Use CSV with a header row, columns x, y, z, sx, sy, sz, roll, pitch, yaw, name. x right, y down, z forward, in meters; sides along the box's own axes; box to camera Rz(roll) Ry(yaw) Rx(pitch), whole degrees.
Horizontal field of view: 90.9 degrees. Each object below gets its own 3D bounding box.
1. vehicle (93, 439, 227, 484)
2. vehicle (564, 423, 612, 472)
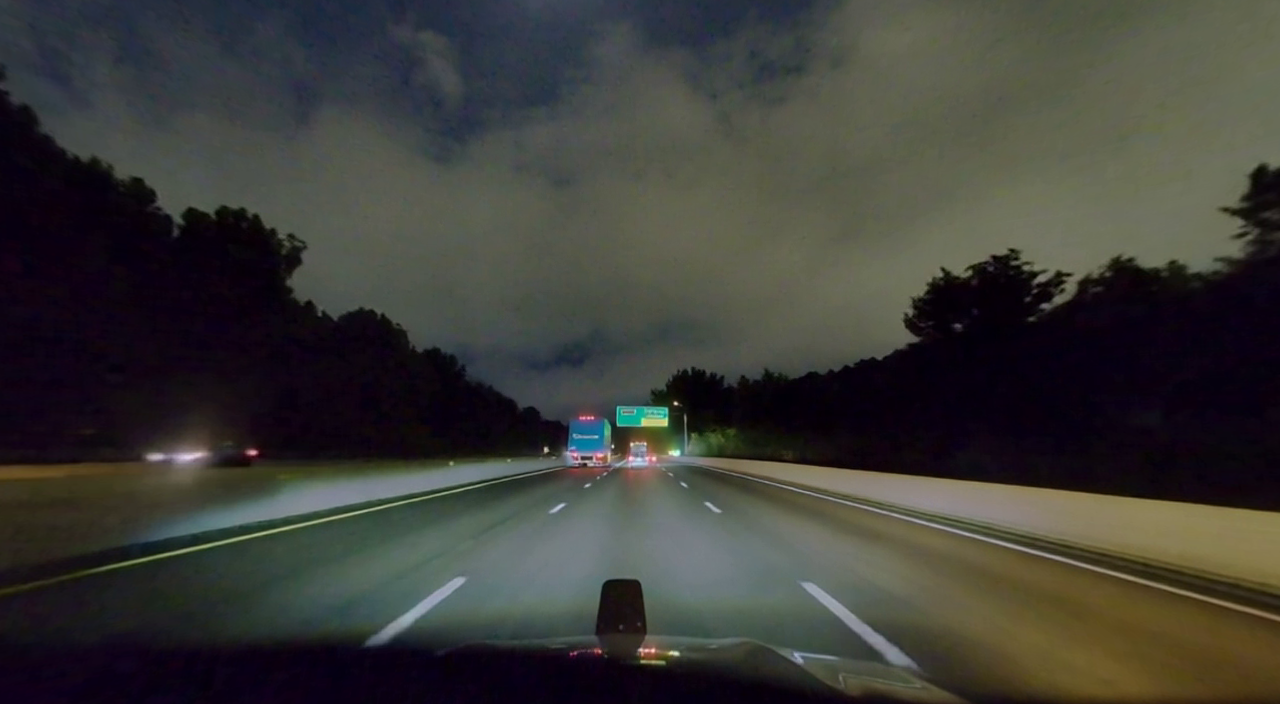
x,y,z,sx,sy,sz,roll,pitch,yaw,name
-17.653,4.024,23.448,1.757,1.491,4.055,0,-9,0,vehicle
-3.536,6.701,44.359,2.695,3.151,6.885,0,-9,1,vehicle
